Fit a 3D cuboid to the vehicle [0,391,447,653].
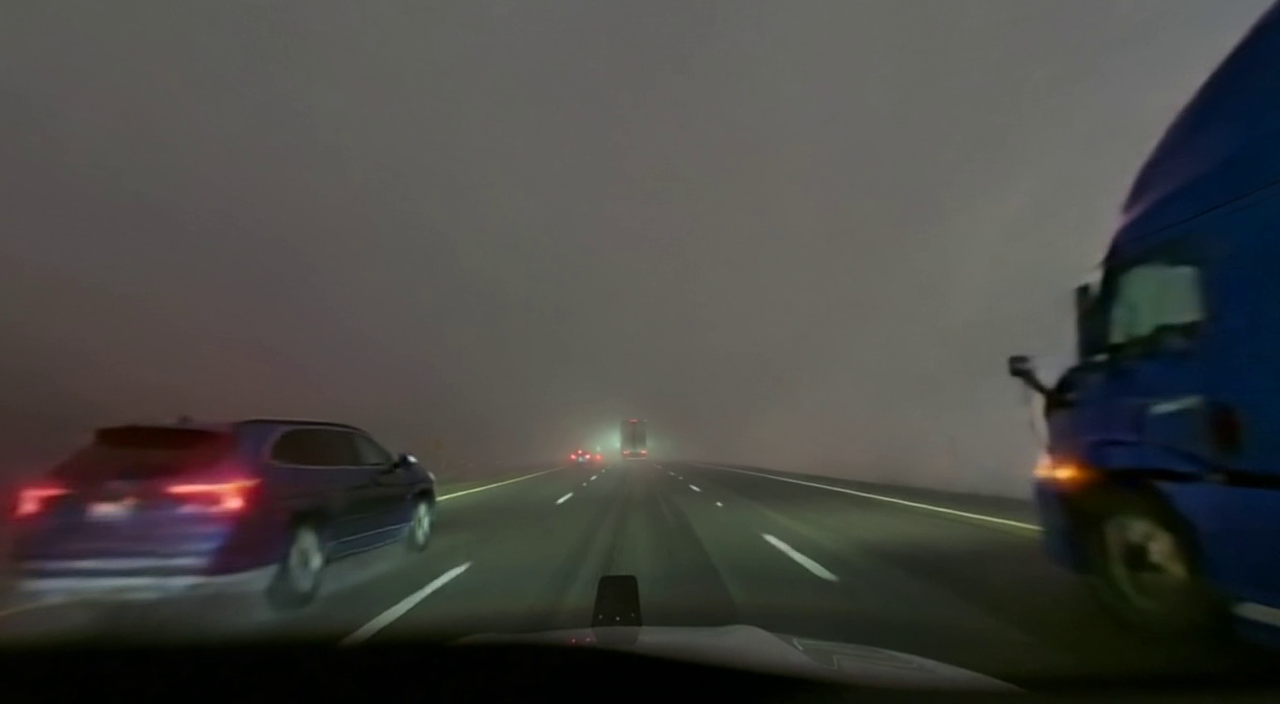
[{"bbox_3d":[-3.696,1.439,6.287,2.160,1.691,4.243,0,-9,0],"label":"vehicle"}]
